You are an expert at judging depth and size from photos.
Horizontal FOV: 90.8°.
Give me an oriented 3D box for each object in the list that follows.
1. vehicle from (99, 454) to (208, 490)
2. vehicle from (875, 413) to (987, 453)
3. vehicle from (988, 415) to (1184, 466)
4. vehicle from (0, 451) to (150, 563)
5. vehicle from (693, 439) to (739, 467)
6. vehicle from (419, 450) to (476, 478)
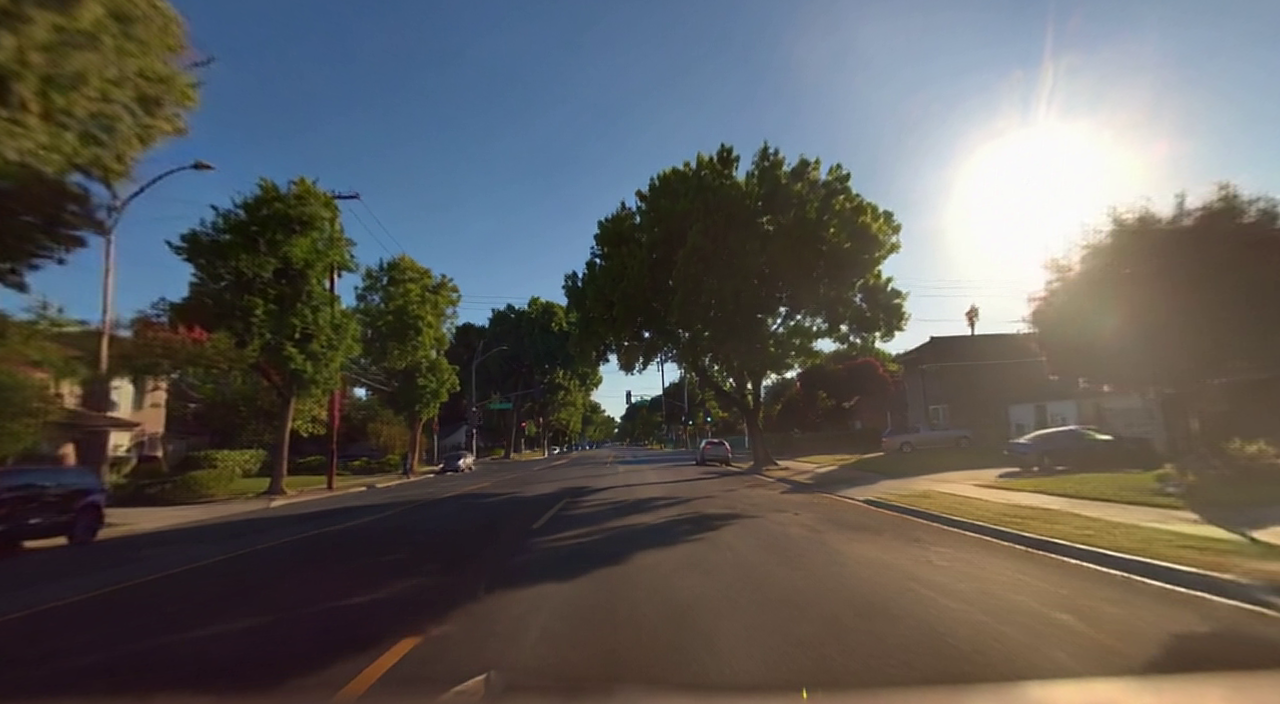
[{"bbox_3d":[-23.633,5.826,30.814,3.775,1.531,1.847,-1,-8,-1],"label":"vehicle"},{"bbox_3d":[14.340,4.030,31.337,4.500,1.875,2.046,0,-8,-1],"label":"vehicle"},{"bbox_3d":[13.473,2.714,19.292,4.564,1.437,1.796,0,-8,0],"label":"vehicle"},{"bbox_3d":[-11.385,2.675,11.168,1.977,1.753,4.278,0,-8,-1],"label":"vehicle"},{"bbox_3d":[4.251,5.769,36.145,1.963,1.477,4.804,0,-8,-1],"label":"vehicle"},{"bbox_3d":[-11.809,6.860,39.078,2.029,1.550,4.562,-1,-8,1],"label":"vehicle"}]
